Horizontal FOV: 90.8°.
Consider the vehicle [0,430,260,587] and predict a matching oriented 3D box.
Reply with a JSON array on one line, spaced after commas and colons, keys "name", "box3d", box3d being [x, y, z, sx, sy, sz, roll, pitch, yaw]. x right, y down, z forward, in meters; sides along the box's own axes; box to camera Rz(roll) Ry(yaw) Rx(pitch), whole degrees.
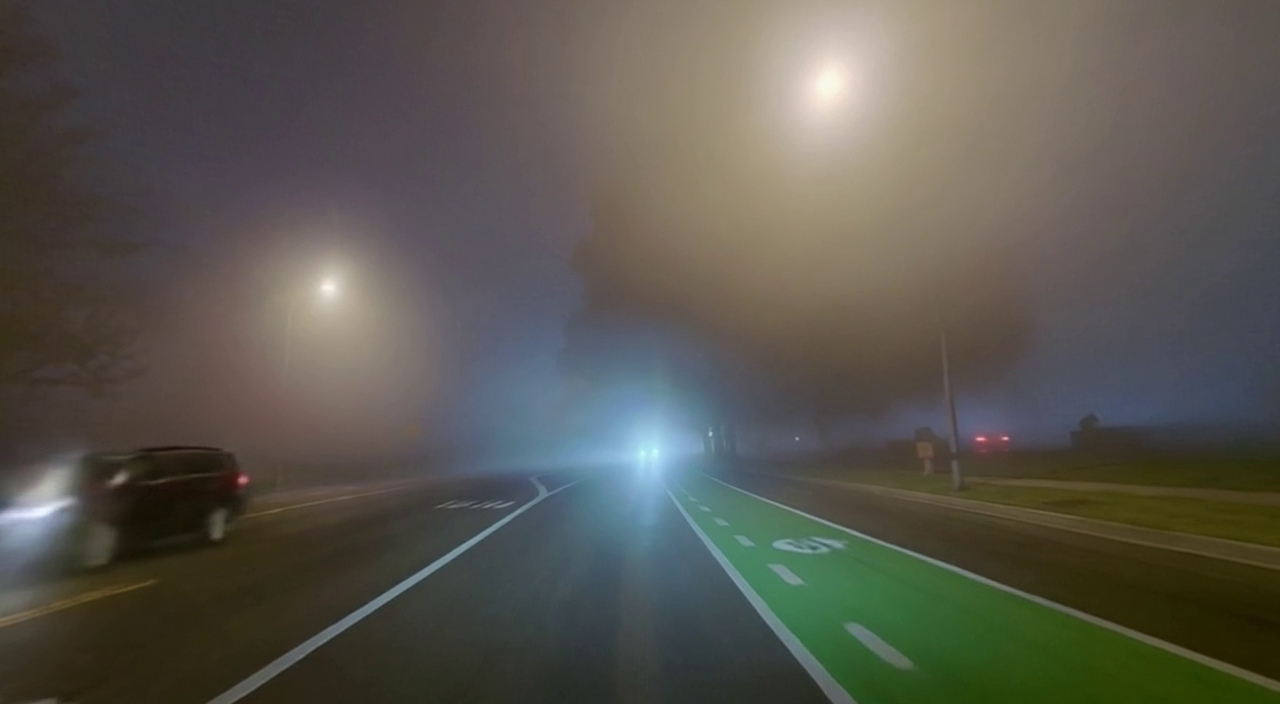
[{"name": "vehicle", "box3d": [-8.156, 2.122, 9.465, 2.065, 1.744, 4.566, 0, -9, 0]}]
